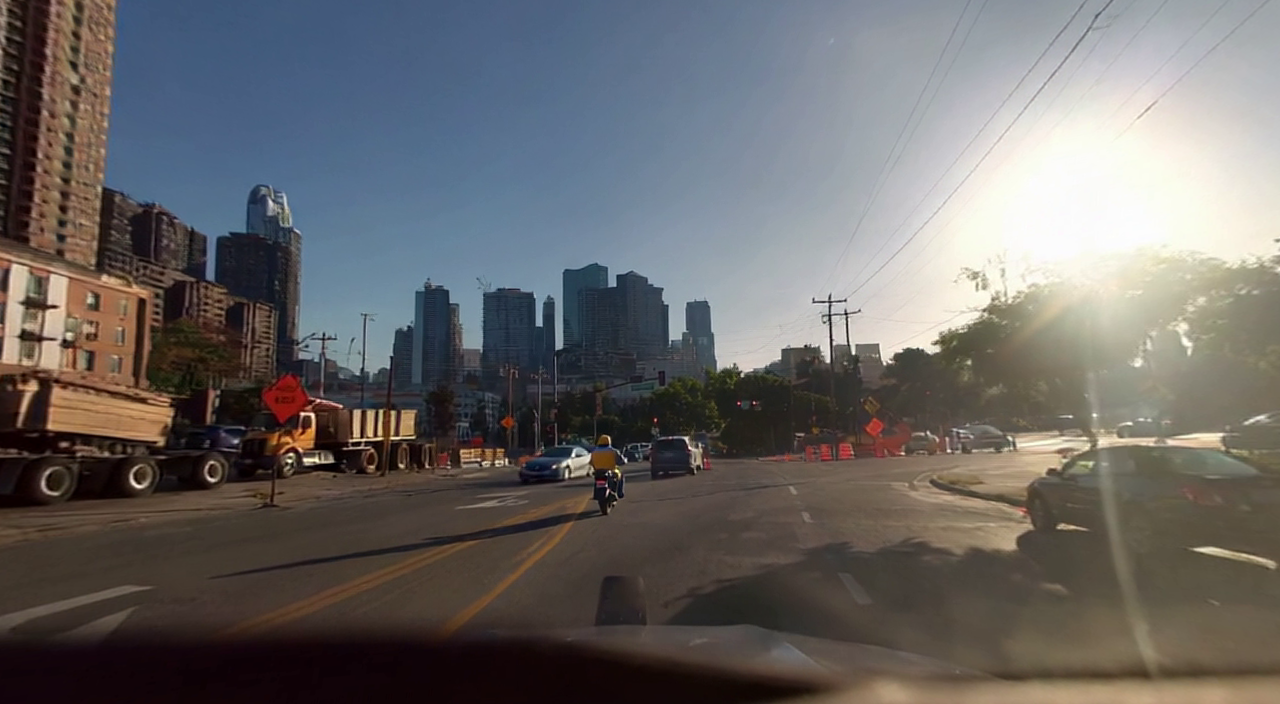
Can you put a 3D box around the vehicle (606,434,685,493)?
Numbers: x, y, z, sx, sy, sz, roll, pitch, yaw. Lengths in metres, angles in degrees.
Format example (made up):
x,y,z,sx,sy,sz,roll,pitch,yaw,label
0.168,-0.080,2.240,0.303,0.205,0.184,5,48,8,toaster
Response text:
x,y,z,sx,sy,sz,roll,pitch,yaw,label
0.275,3.405,19.621,1.925,1.602,4.090,-1,-8,8,vehicle

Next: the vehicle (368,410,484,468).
x,y,z,sx,sy,sz,roll,pitch,yaw,label
-12.905,5.193,39.585,2.970,2.938,11.622,-3,-5,2,vehicle

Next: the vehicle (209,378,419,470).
x,y,z,sx,sy,sz,roll,pitch,yaw,label
-13.761,3.360,28.239,2.996,3.170,10.153,-5,-9,7,vehicle

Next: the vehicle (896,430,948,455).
x,y,z,sx,sy,sz,roll,pitch,yaw,label
20.105,6.498,45.271,1.918,1.732,4.650,-1,-8,5,vehicle

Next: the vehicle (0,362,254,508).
x,y,z,sx,sy,sz,roll,pitch,yaw,label
-15.072,2.291,17.011,2.990,3.144,9.080,-1,-8,5,vehicle

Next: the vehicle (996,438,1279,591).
x,y,z,sx,sy,sz,roll,pitch,yaw,label
6.837,1.893,8.351,1.973,1.457,4.522,-1,-8,6,vehicle
